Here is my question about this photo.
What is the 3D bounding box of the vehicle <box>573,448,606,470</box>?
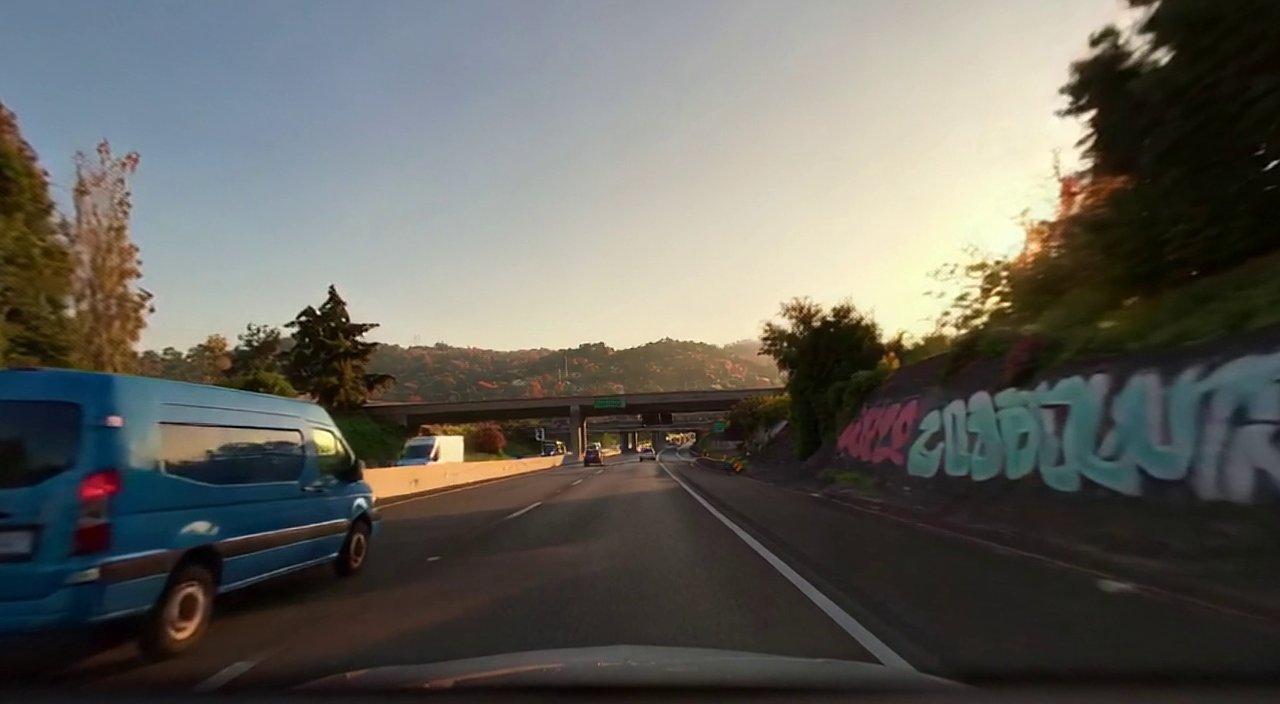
[{"bbox_3d":[-3.518,7.561,44.797,1.994,1.471,3.962,0,-9,0],"label":"vehicle"}]

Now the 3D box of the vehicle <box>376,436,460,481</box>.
[{"bbox_3d":[-12.471,6.019,36.005,2.473,2.305,6.168,0,-9,1],"label":"vehicle"}]

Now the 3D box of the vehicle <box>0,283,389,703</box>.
[{"bbox_3d":[-3.890,0.961,4.205,2.310,2.030,5.094,0,-9,0],"label":"vehicle"}]
